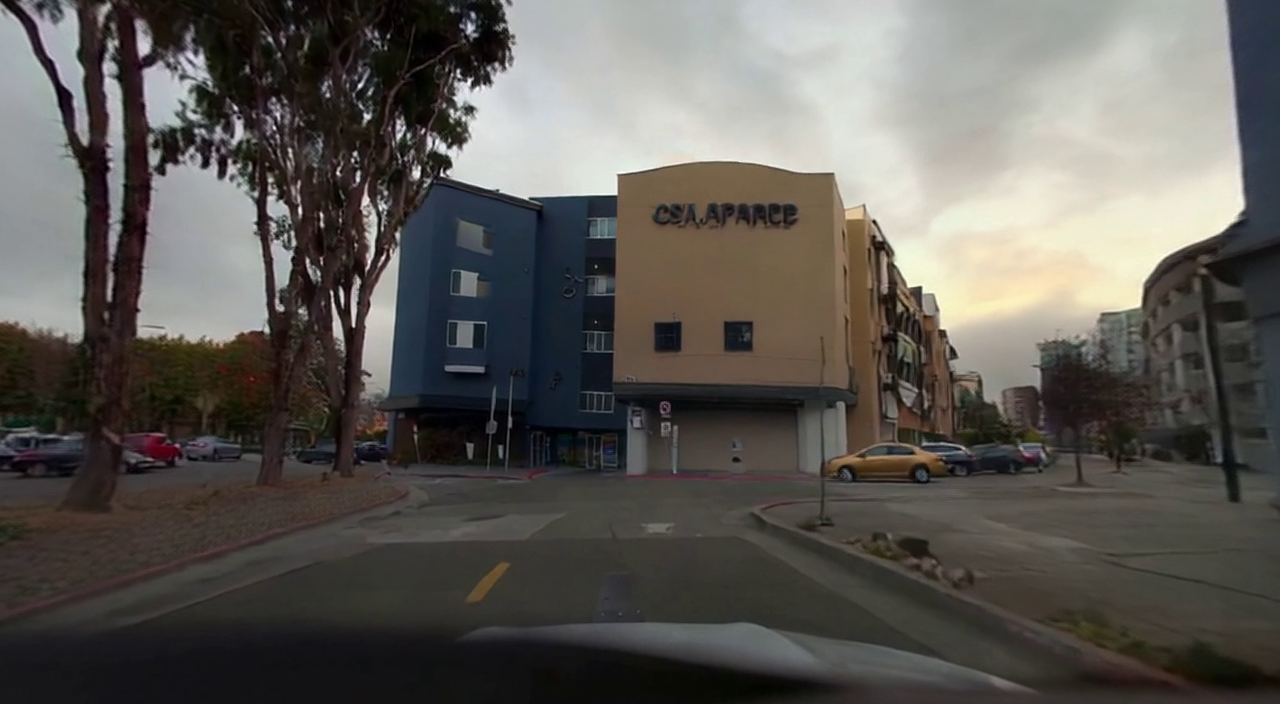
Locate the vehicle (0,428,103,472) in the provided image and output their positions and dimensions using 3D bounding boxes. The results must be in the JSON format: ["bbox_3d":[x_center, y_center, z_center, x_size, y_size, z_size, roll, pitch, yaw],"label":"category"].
[{"bbox_3d":[-23.124,3.733,24.118,1.838,1.518,4.074,0,-7,-7],"label":"vehicle"}]

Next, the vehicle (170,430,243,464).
[{"bbox_3d":[-26.795,5.831,39.049,1.870,1.563,4.039,7,-4,-7],"label":"vehicle"}]

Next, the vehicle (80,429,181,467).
[{"bbox_3d":[-23.513,4.519,29.257,1.675,1.587,3.980,-1,-11,-6],"label":"vehicle"}]
